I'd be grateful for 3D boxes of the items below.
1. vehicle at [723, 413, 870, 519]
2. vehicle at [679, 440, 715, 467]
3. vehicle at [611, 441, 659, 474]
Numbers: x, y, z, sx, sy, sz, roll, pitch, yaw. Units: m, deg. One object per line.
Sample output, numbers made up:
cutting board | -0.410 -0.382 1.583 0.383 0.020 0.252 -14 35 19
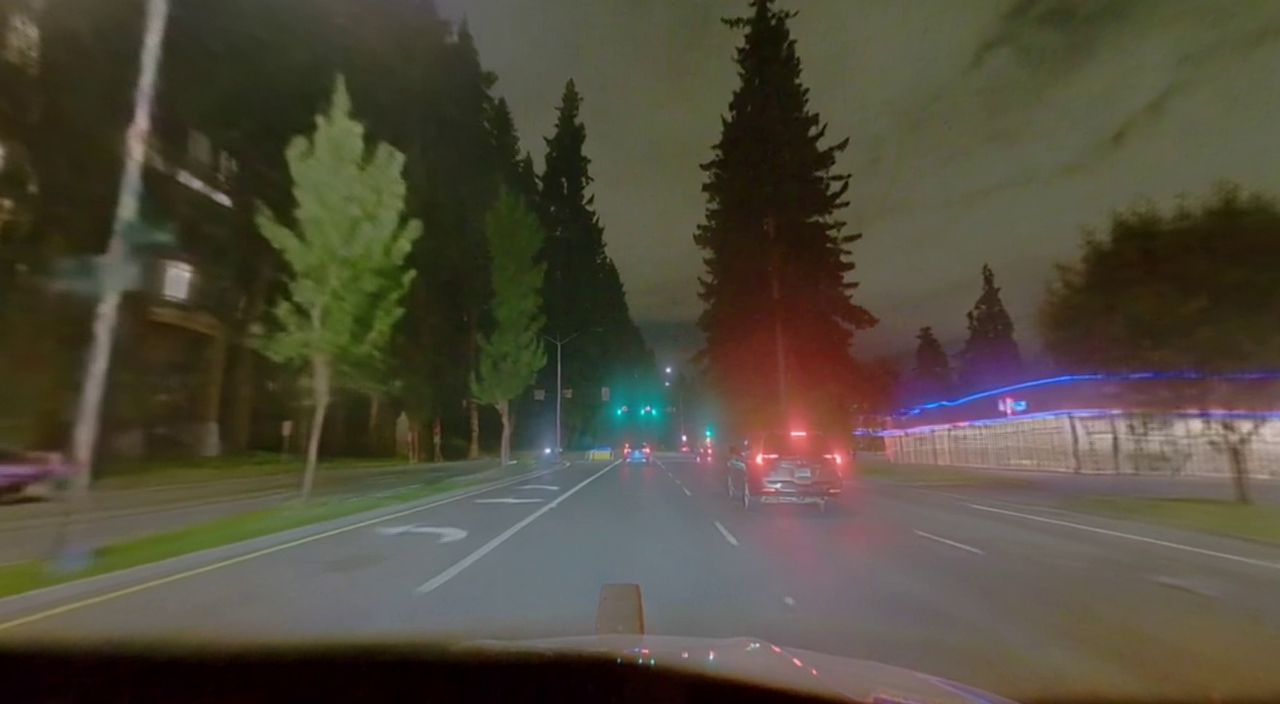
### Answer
vehicle | 3.172 2.428 13.854 2.035 1.940 4.299 0 -8 -1
vehicle | 3.708 6.708 41.947 1.922 1.708 4.126 0 -8 -1
vehicle | -0.220 5.046 30.312 2.119 1.460 3.847 0 -8 0
